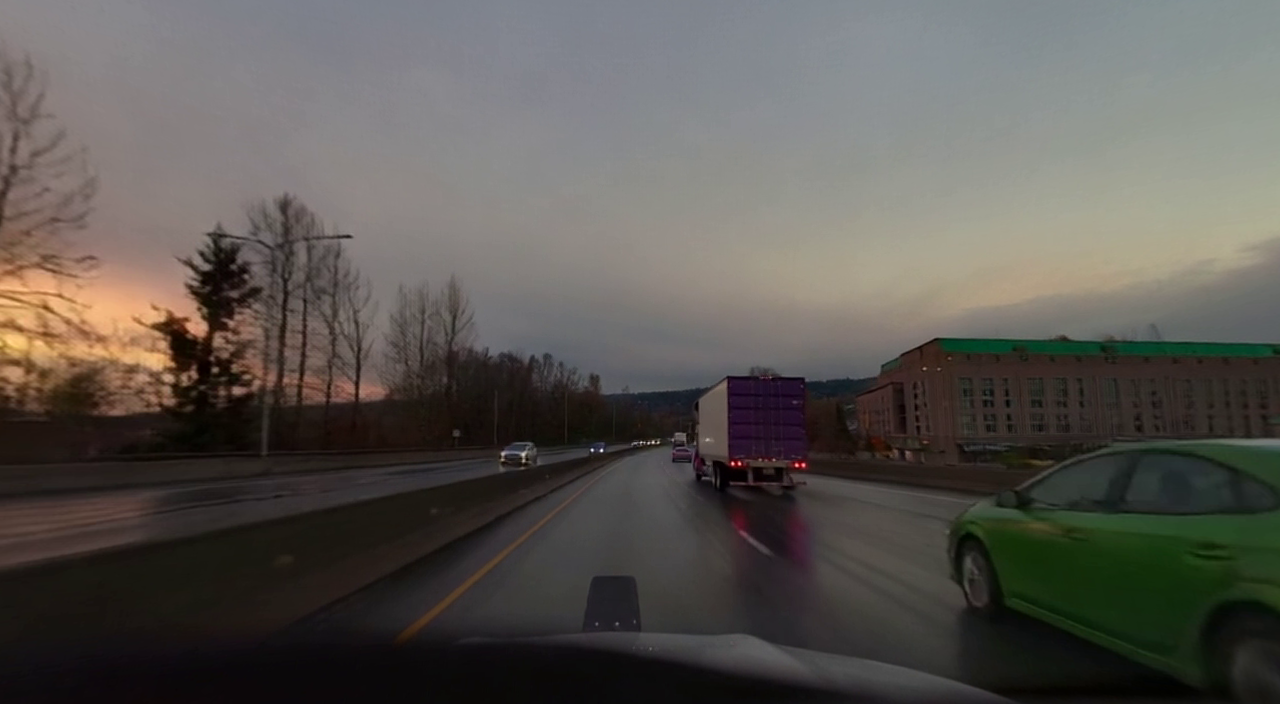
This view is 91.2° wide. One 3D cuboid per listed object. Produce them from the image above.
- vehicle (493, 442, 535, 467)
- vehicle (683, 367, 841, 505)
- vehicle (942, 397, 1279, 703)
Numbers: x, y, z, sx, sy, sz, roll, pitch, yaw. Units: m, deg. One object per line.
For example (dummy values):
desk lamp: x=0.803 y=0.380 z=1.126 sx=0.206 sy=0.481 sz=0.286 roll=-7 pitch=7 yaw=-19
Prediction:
vehicle: x=-8.923 y=7.280 z=44.706 sx=1.955 sy=1.683 sz=4.168 roll=-1 pitch=-9 yaw=3
vehicle: x=3.659 y=3.262 z=23.591 sx=2.916 sy=3.563 sz=14.462 roll=0 pitch=-9 yaw=-1
vehicle: x=3.584 y=1.082 z=3.328 sx=1.971 sy=1.558 sz=3.834 roll=0 pitch=-9 yaw=-1
